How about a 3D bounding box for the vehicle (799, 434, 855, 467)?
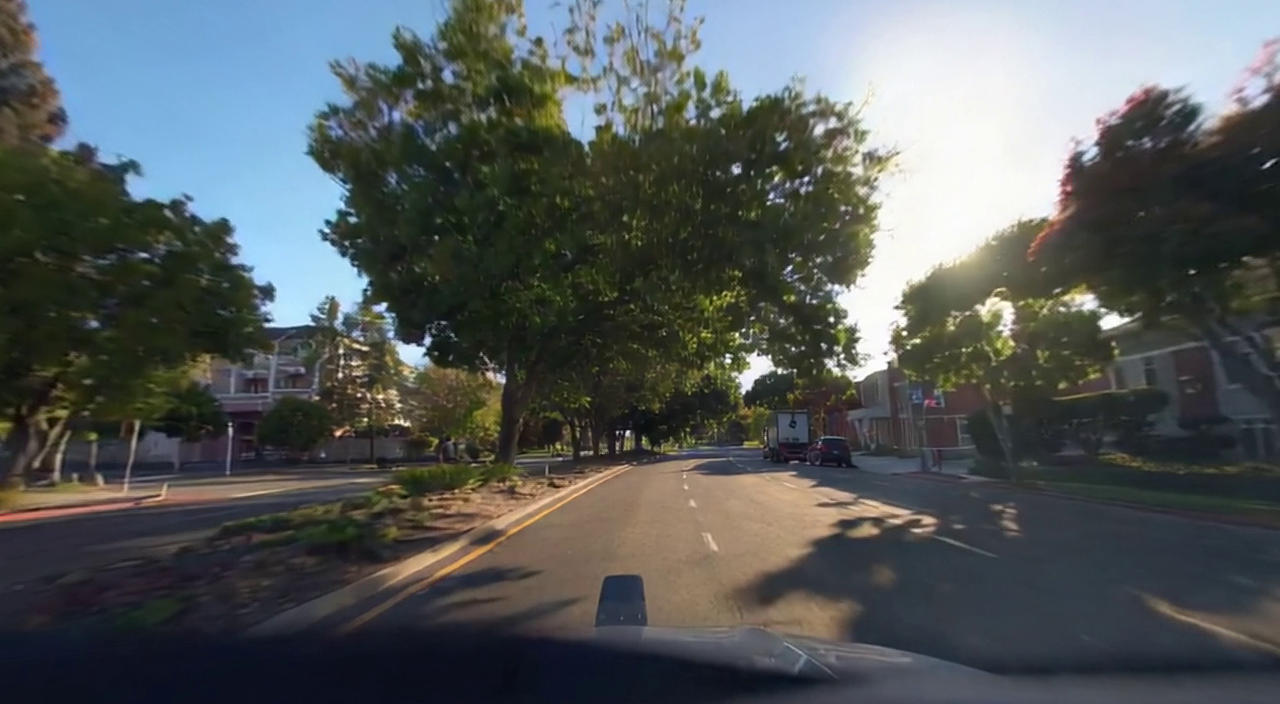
[{"bbox_3d":[11.807,6.256,40.320,2.200,1.944,5.935,-1,-9,5],"label":"vehicle"}]
